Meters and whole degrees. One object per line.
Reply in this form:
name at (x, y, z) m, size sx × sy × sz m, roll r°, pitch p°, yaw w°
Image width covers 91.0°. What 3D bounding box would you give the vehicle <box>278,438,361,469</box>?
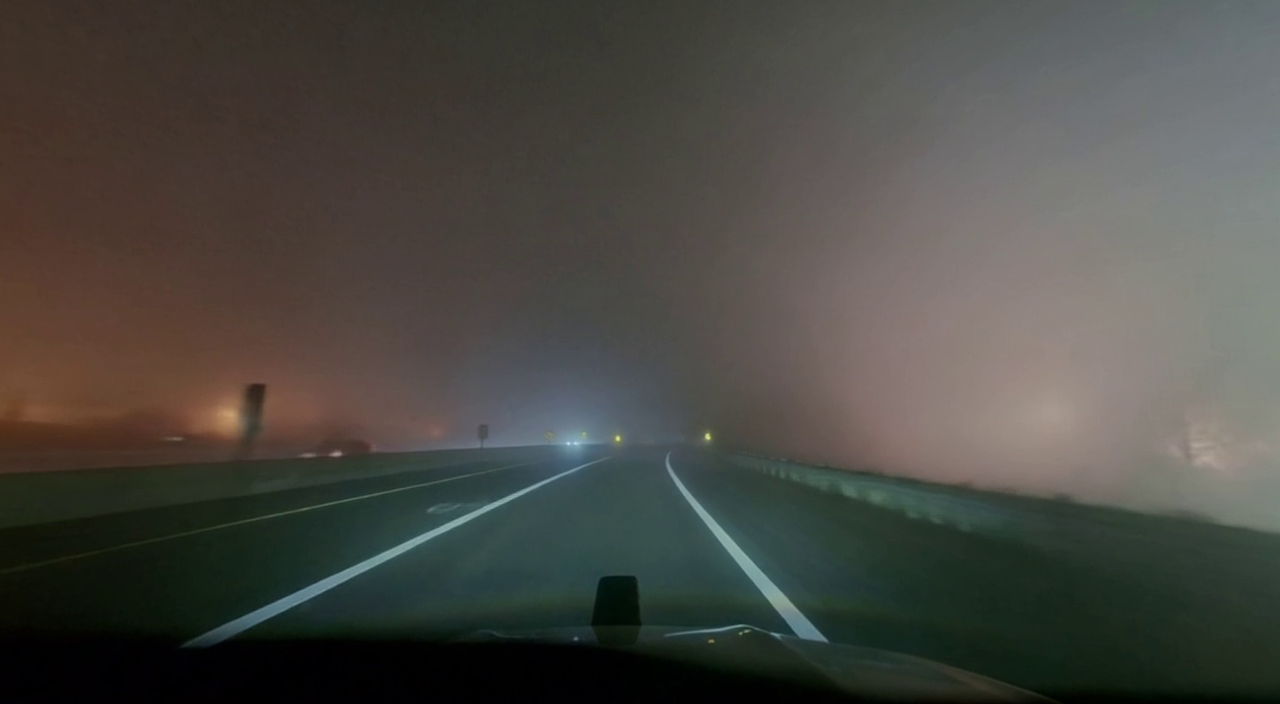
vehicle at (-17.091, 5.413, 33.829) m, size 1.992 × 1.547 × 4.627 m, roll 0°, pitch -8°, yaw 1°
